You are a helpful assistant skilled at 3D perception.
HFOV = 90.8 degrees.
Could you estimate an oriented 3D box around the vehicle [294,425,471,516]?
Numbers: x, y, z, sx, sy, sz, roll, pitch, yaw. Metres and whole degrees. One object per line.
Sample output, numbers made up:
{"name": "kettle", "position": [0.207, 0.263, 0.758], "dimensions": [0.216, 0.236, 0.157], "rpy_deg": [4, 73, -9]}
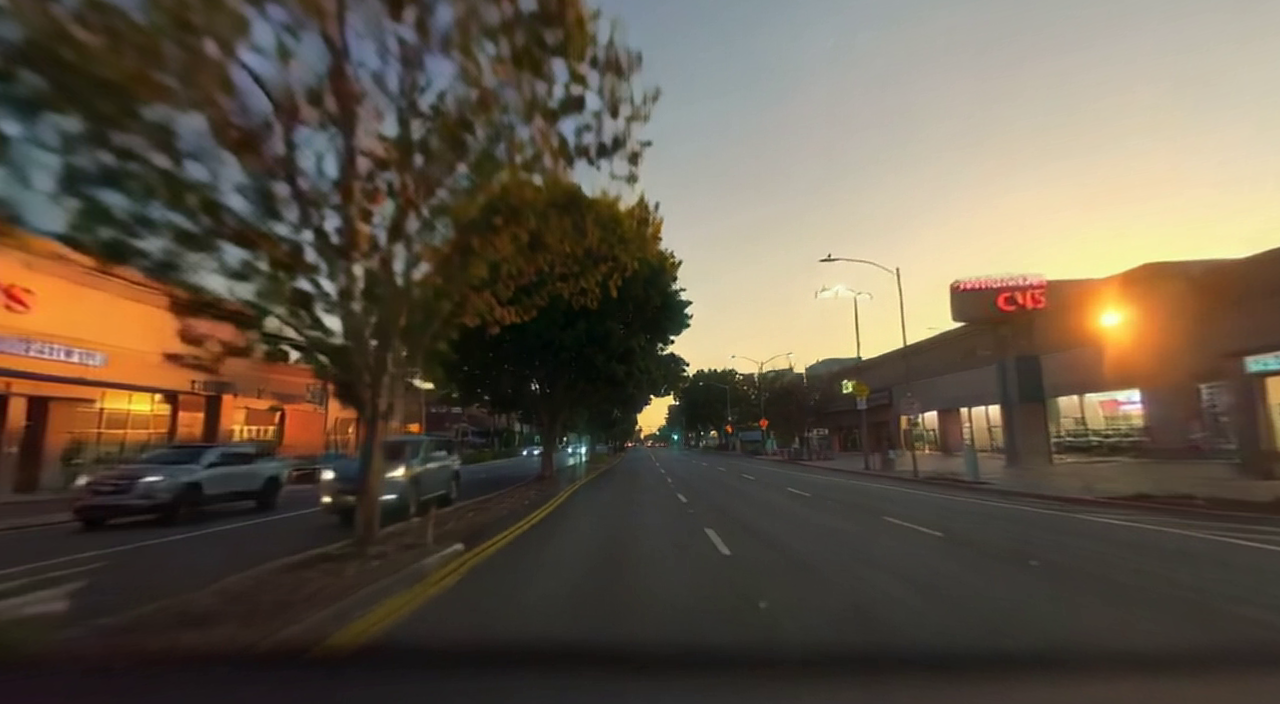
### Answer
{"name": "vehicle", "position": [-5.644, 2.638, 14.645], "dimensions": [2.129, 1.748, 4.555], "rpy_deg": [0, -8, 1]}

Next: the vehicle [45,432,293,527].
{"name": "vehicle", "position": [-9.707, 2.623, 13.608], "dimensions": [1.954, 1.694, 4.310], "rpy_deg": [0, -8, 1]}
